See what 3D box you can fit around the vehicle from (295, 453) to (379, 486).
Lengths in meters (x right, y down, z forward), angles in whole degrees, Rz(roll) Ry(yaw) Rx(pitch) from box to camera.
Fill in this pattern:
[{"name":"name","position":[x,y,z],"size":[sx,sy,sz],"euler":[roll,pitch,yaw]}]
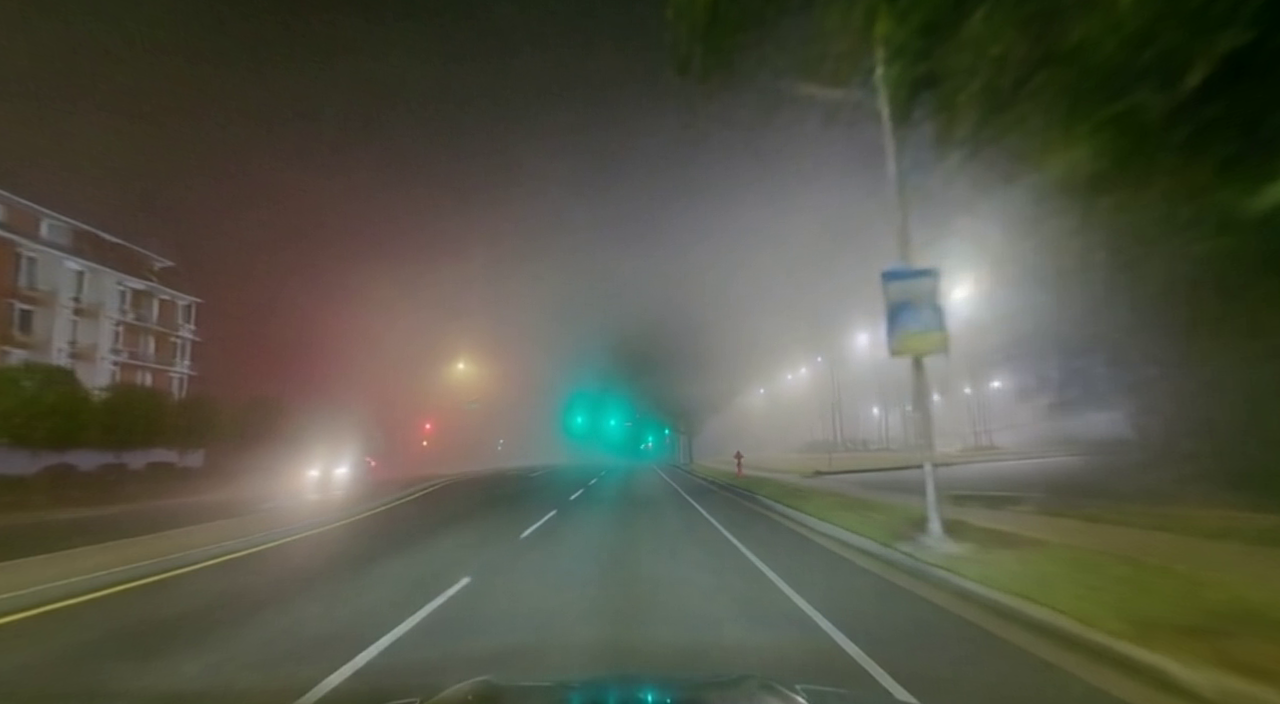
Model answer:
[{"name":"vehicle","position":[-14.891,5.773,31.360],"size":[1.898,1.469,4.577],"euler":[0,-9,0]}]
